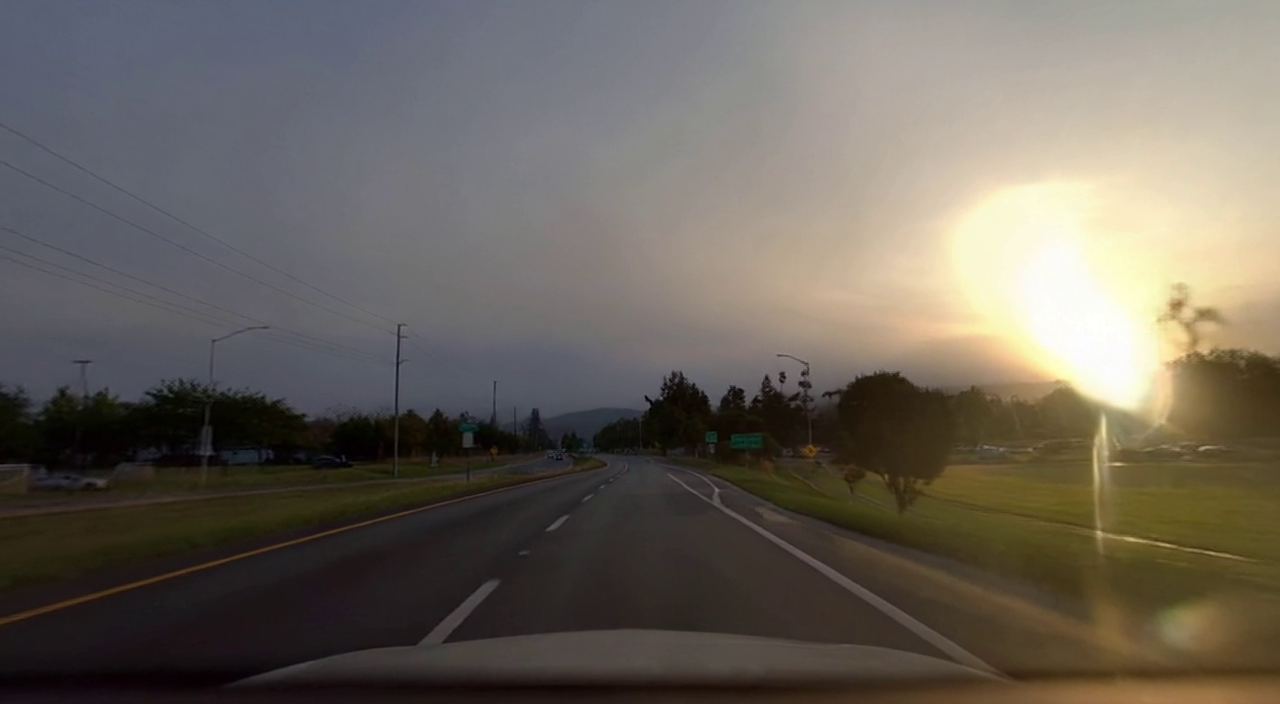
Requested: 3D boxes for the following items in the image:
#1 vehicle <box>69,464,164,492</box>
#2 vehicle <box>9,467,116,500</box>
[{"bbox_3d":[-41.077,9.865,49.675,5.552,2.047,2.384,-1,-9,6],"label":"vehicle"},{"bbox_3d":[-40.820,9.331,44.763,5.468,1.817,2.212,-5,-13,2],"label":"vehicle"}]
